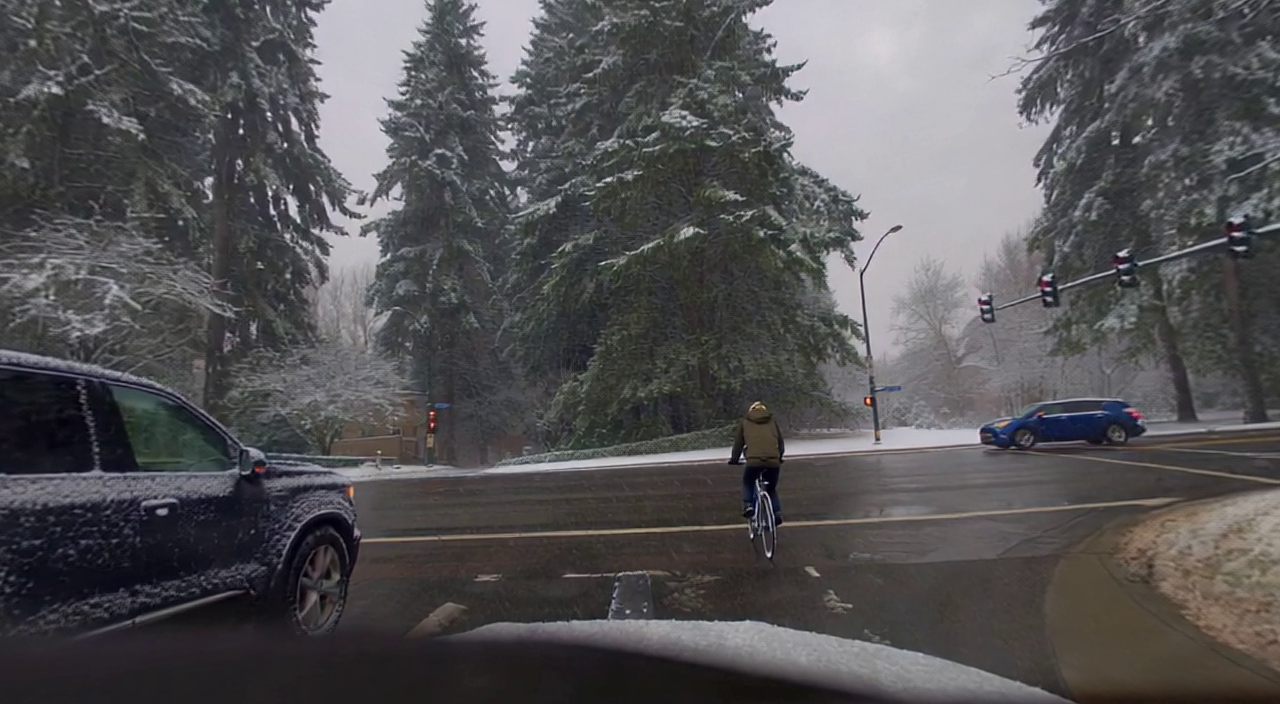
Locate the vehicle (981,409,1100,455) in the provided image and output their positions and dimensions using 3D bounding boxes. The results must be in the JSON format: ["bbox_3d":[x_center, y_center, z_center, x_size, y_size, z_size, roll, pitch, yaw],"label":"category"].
[{"bbox_3d":[18.580,3.750,29.376,4.237,1.948,1.997,0,-9,-9],"label":"vehicle"}]

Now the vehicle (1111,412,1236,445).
[{"bbox_3d":[25.762,3.729,30.491,4.716,1.507,1.904,2,-9,-11],"label":"vehicle"}]

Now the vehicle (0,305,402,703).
[{"bbox_3d":[-2.959,0.867,2.743,2.049,1.756,4.602,0,-8,0],"label":"vehicle"}]
